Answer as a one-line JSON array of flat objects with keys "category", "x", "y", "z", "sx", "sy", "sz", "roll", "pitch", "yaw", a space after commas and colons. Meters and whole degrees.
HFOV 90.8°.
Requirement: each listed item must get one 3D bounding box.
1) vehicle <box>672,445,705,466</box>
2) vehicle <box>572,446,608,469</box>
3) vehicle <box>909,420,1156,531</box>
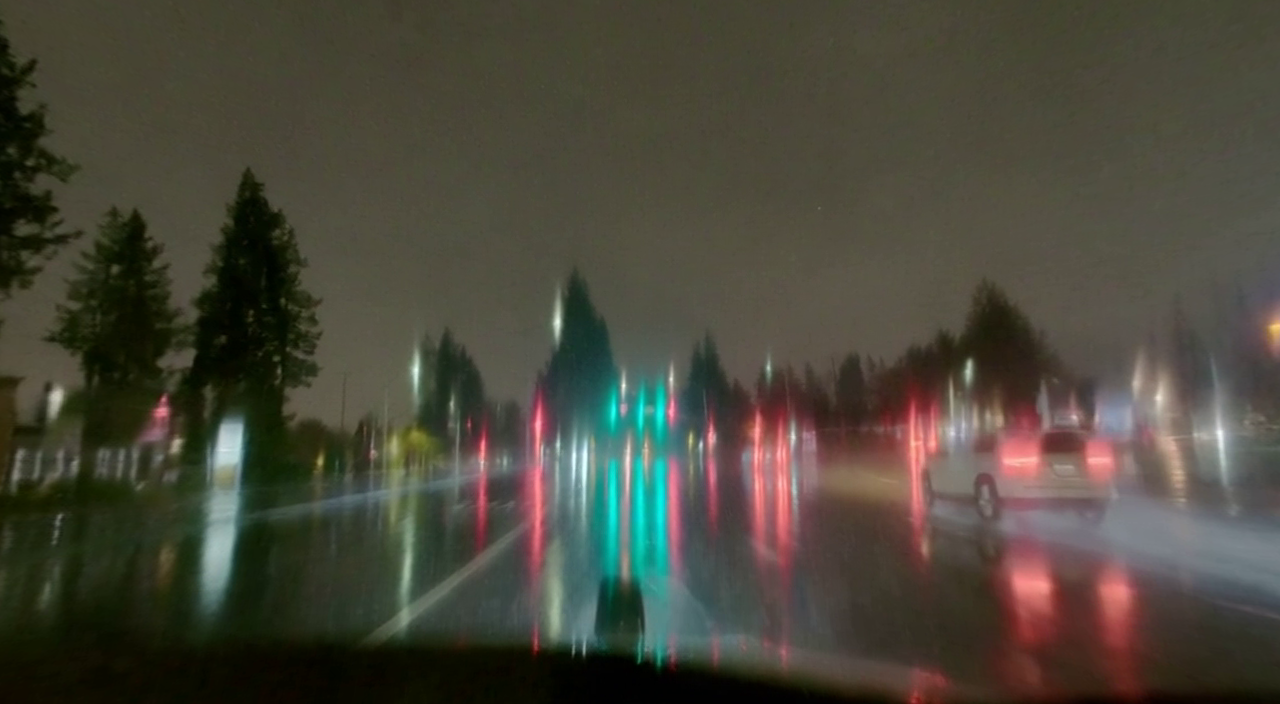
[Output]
[{"category": "vehicle", "x": 3.423, "y": 7.443, "z": 45.545, "sx": 2.029, "sy": 1.442, "sz": 4.054, "roll": 0, "pitch": -9, "yaw": -1}, {"category": "vehicle", "x": -3.281, "y": 7.018, "z": 42.229, "sx": 2.049, "sy": 1.449, "sz": 4.213, "roll": 0, "pitch": -9, "yaw": 1}, {"category": "vehicle", "x": 6.907, "y": 2.205, "z": 11.776, "sx": 1.950, "sy": 1.668, "sz": 4.053, "roll": 0, "pitch": -9, "yaw": 0}]
